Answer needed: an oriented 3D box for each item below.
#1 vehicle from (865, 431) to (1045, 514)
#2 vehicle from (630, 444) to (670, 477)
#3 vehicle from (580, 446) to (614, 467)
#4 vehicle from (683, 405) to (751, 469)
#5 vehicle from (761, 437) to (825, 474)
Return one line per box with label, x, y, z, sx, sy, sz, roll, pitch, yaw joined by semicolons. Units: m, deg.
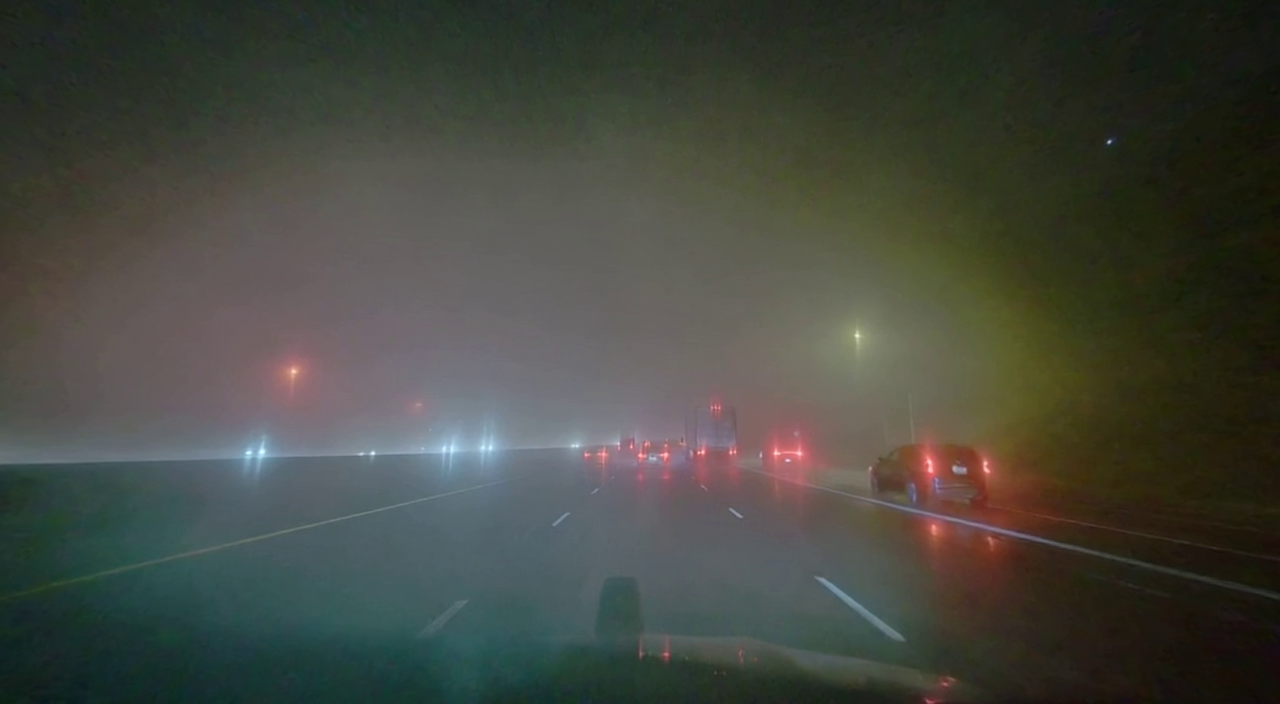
vehicle;7.262;2.811;15.172;2.044;1.676;4.421;0;-9;0
vehicle;0.464;5.383;31.476;1.866;1.492;3.932;0;-9;0
vehicle;-3.127;7.702;46.570;2.132;1.506;4.256;0;-9;0
vehicle;4.717;5.613;41.071;3.130;3.607;11.129;0;-9;0
vehicle;7.965;5.428;33.259;2.143;1.775;4.729;0;-9;0
